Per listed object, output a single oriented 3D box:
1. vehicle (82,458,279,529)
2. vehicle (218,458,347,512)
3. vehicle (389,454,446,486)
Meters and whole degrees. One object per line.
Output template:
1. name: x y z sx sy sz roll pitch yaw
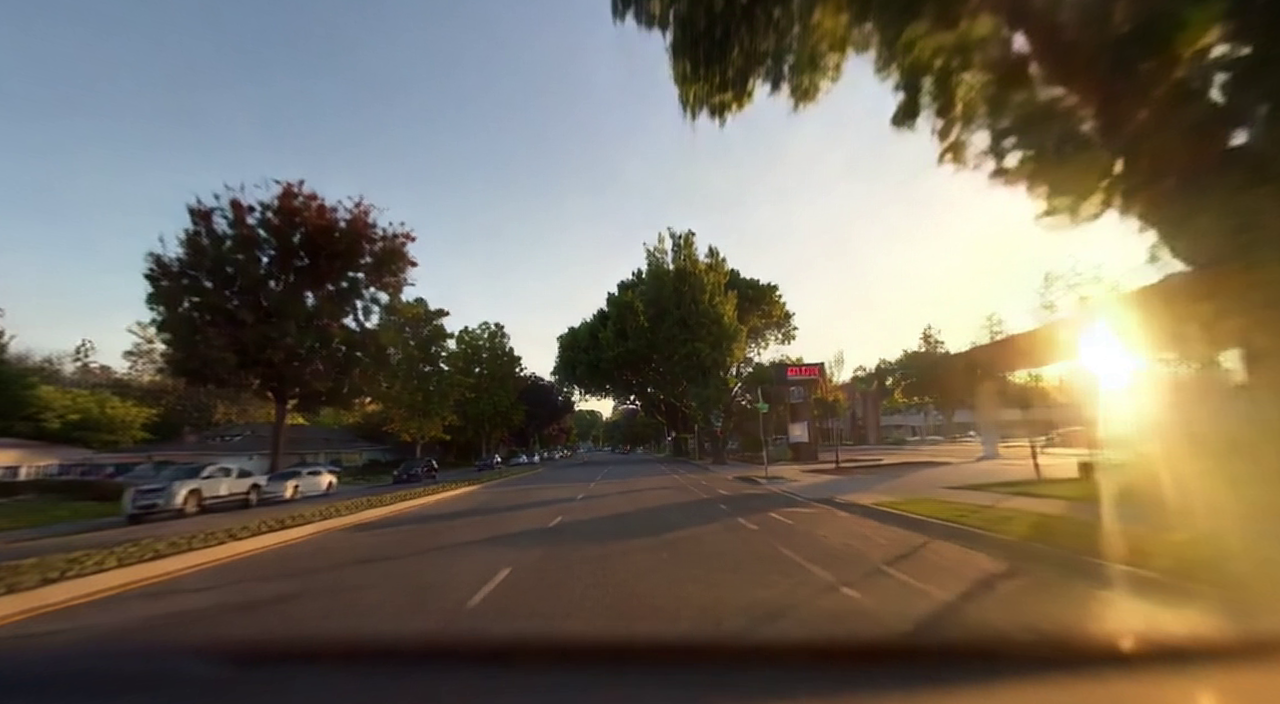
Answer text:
1. vehicle: -12.444 3.811 17.643 1.897 1.564 4.875 0 -9 -1
2. vehicle: -12.528 4.656 22.531 2.040 1.424 4.594 -5 -8 -1
3. vehicle: -12.821 6.799 36.672 1.953 1.558 3.839 -6 -8 -2
